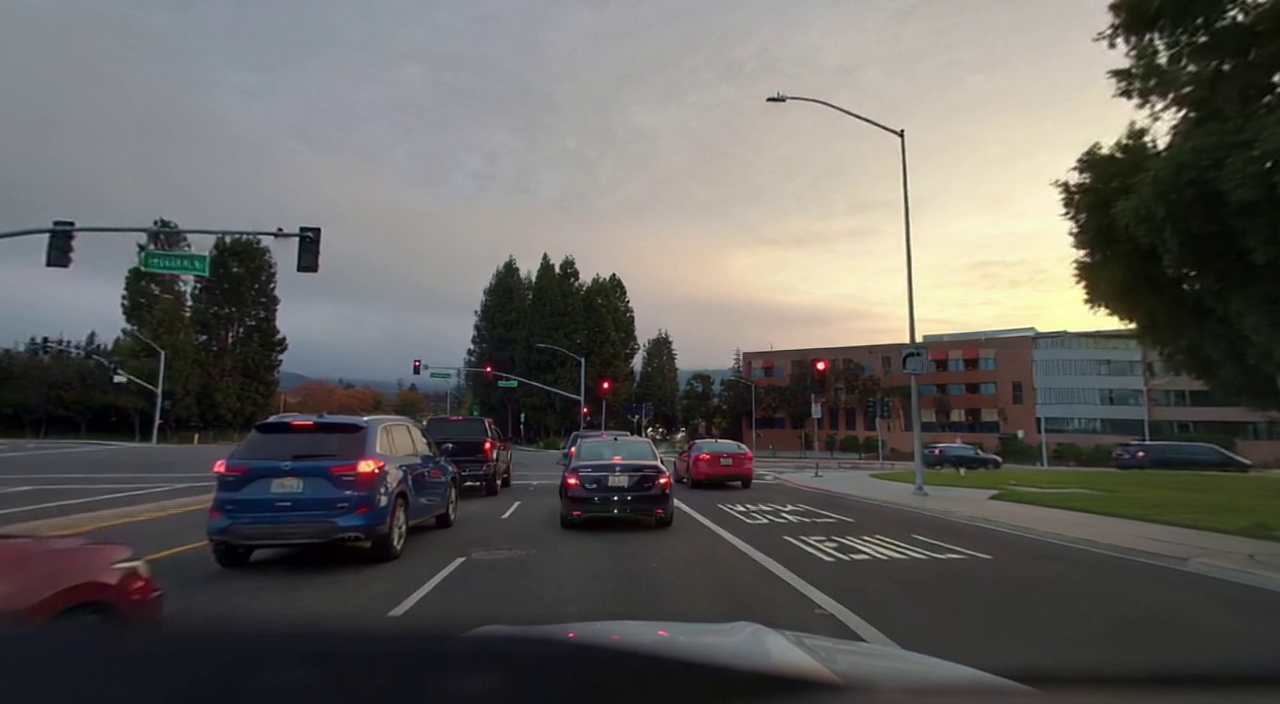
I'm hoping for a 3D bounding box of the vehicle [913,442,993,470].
[{"bbox_3d":[21.193,7.055,42.877,4.394,1.802,1.924,1,-9,-6],"label":"vehicle"}]

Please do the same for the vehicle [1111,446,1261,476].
[{"bbox_3d":[38.016,7.577,44.170,7.585,1.987,3.158,0,-8,-1],"label":"vehicle"}]

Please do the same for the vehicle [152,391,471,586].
[{"bbox_3d":[-3.557,1.550,7.985,1.924,1.737,4.387,0,-9,-4],"label":"vehicle"}]

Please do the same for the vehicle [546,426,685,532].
[{"bbox_3d":[-0.562,2.155,11.362,2.001,1.483,4.442,1,-9,-6],"label":"vehicle"}]

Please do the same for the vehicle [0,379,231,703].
[{"bbox_3d":[-3.098,0.676,0.868,2.105,1.510,4.643,0,-8,-3],"label":"vehicle"}]

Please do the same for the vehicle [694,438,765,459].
[{"bbox_3d":[6.764,7.321,48.014,4.971,1.482,1.900,2,-9,-15],"label":"vehicle"}]
